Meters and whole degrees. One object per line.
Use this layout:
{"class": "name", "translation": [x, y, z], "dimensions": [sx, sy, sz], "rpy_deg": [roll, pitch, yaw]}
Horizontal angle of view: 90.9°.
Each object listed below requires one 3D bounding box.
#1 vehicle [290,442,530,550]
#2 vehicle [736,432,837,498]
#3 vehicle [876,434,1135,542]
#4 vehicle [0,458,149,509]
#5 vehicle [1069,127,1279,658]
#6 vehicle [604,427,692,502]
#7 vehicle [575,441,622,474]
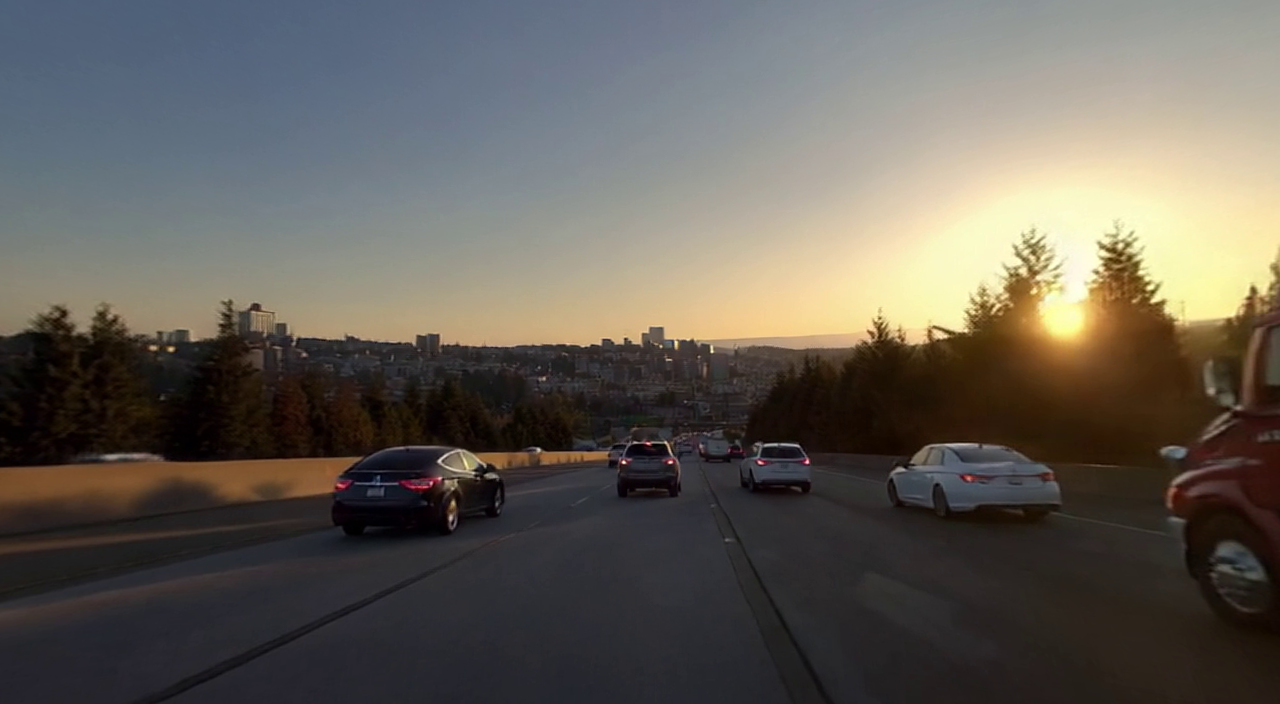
{"class": "vehicle", "translation": [-3.590, 2.332, 11.116], "dimensions": [1.965, 1.443, 4.968], "rpy_deg": [-1, -8, 6]}
{"class": "vehicle", "translation": [4.188, 3.316, 18.872], "dimensions": [2.156, 1.701, 4.494], "rpy_deg": [-1, -8, 3]}
{"class": "vehicle", "translation": [5.923, 2.222, 11.029], "dimensions": [2.053, 1.473, 4.383], "rpy_deg": [-1, -8, 3]}
{"class": "vehicle", "translation": [-20.729, 4.737, 23.174], "dimensions": [1.875, 1.607, 4.024], "rpy_deg": [-1, -8, 5]}
{"class": "vehicle", "translation": [5.226, -0.175, 0.995], "dimensions": [2.987, 3.212, 9.311], "rpy_deg": [-1, -8, 4]}
{"class": "vehicle", "translation": [0.364, 3.114, 17.828], "dimensions": [2.153, 1.805, 4.631], "rpy_deg": [-1, -8, 4]}
{"class": "vehicle", "translation": [-2.206, 5.807, 34.993], "dimensions": [1.951, 1.694, 4.188], "rpy_deg": [-1, -8, 5]}
